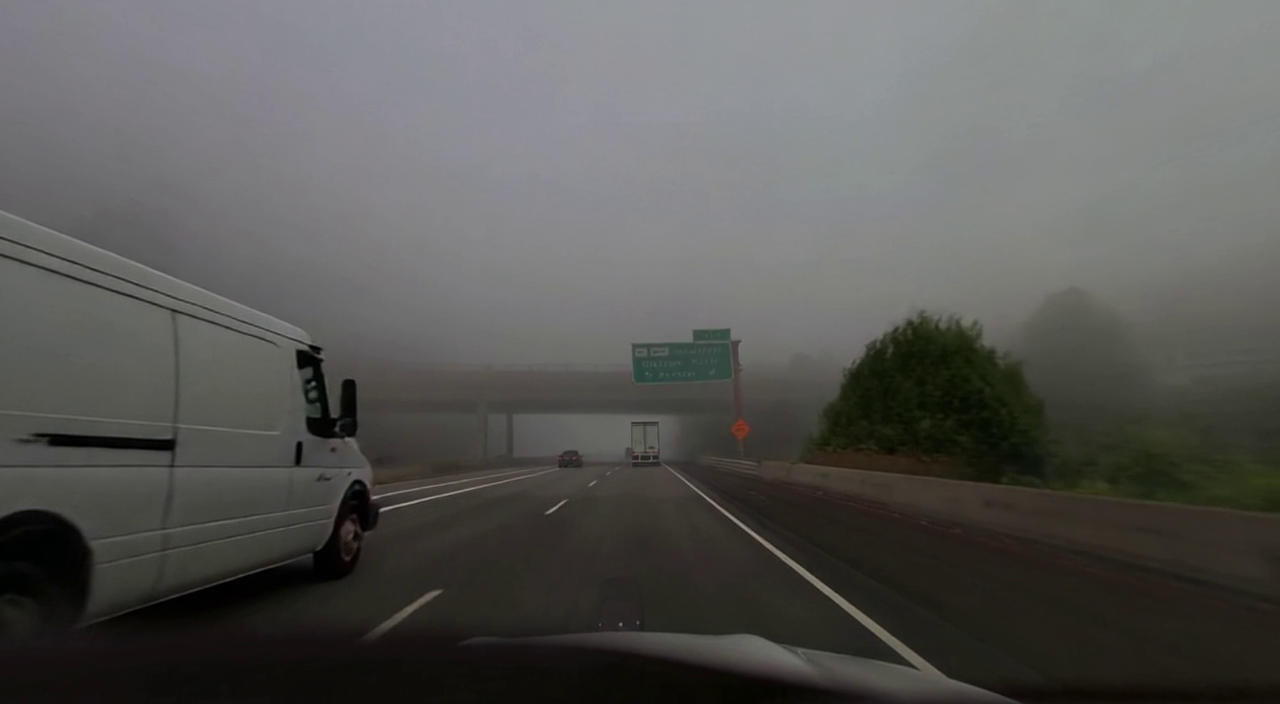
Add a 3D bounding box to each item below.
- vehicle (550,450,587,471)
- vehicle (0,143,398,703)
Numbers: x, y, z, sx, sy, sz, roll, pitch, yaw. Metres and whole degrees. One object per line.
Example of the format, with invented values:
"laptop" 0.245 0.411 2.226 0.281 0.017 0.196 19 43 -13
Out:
"vehicle" -5.189 7.956 46.477 1.953 1.452 4.711 -1 -9 3
"vehicle" -3.914 0.683 3.810 2.504 2.694 5.934 0 -9 0
